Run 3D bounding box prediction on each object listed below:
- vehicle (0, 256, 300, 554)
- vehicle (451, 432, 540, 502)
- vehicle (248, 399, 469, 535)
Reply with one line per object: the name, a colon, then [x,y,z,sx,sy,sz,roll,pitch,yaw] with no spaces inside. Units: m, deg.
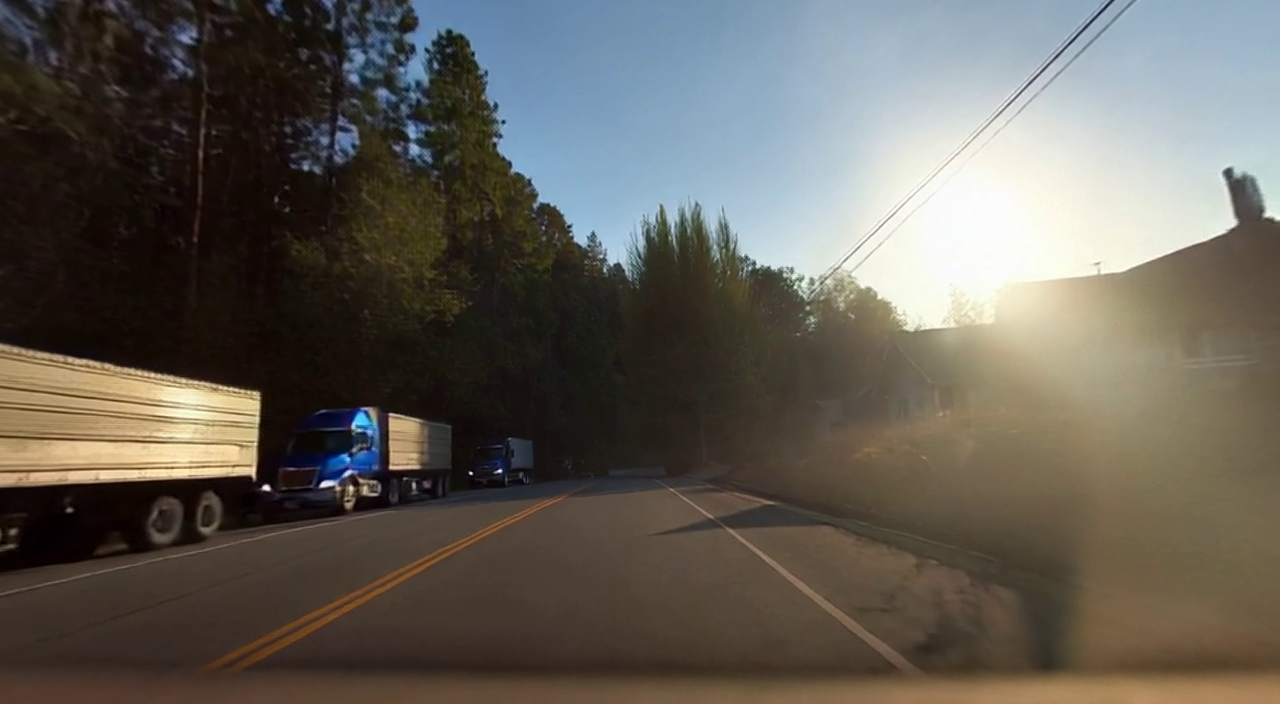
vehicle: [-9.604,1.098,8.226,5.596,3.130,8.972,-4,-12,-2]
vehicle: [-8.437,6.717,38.450,2.905,3.359,10.168,0,-6,1]
vehicle: [-8.330,3.403,20.637,2.788,3.365,9.652,0,-6,0]
